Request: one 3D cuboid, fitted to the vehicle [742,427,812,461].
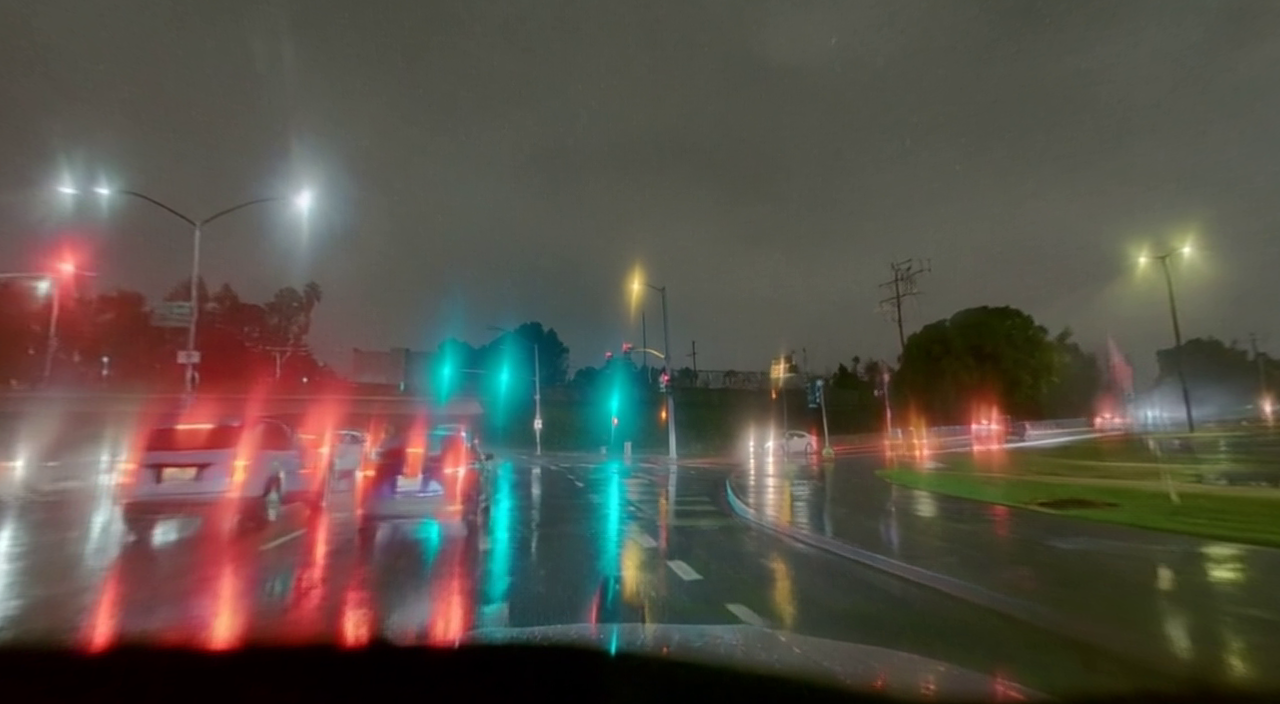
[{"bbox_3d":[7.303,4.870,33.464,1.908,1.622,4.166,-7,-11,39],"label":"vehicle"}]

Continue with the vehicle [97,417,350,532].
[{"bbox_3d":[-7.094,2.110,11.581,2.057,1.610,4.891,1,-8,-11],"label":"vehicle"}]

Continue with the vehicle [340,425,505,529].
[{"bbox_3d":[-3.671,2.156,11.609,2.176,1.489,4.518,1,-8,-10],"label":"vehicle"}]

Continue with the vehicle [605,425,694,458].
[{"bbox_3d":[0.535,5.523,38.982,5.144,1.954,2.122,1,-8,-10],"label":"vehicle"}]
